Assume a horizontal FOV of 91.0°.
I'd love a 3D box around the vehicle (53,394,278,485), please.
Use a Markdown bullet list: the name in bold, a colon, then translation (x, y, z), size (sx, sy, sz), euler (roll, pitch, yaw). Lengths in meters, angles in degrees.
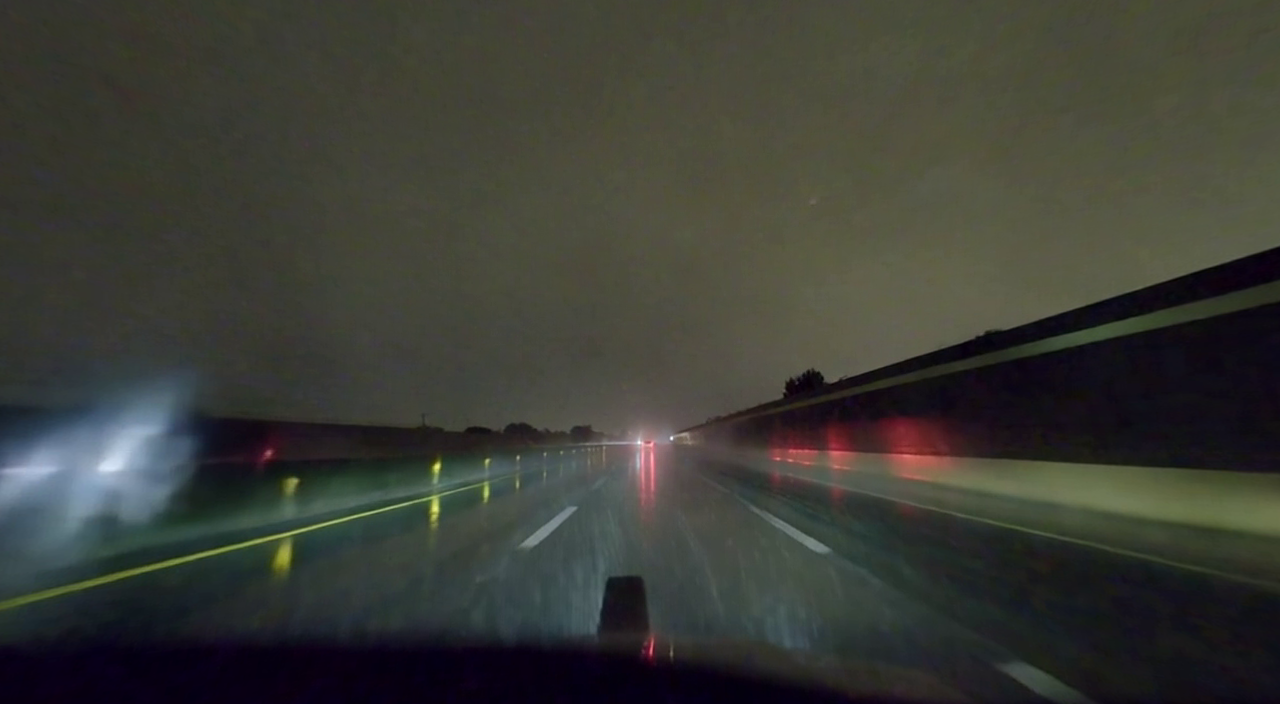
- **vehicle**: translation (-20.687, 3.993, 28.552), size (2.985, 3.422, 9.121), euler (0, -8, 1)
